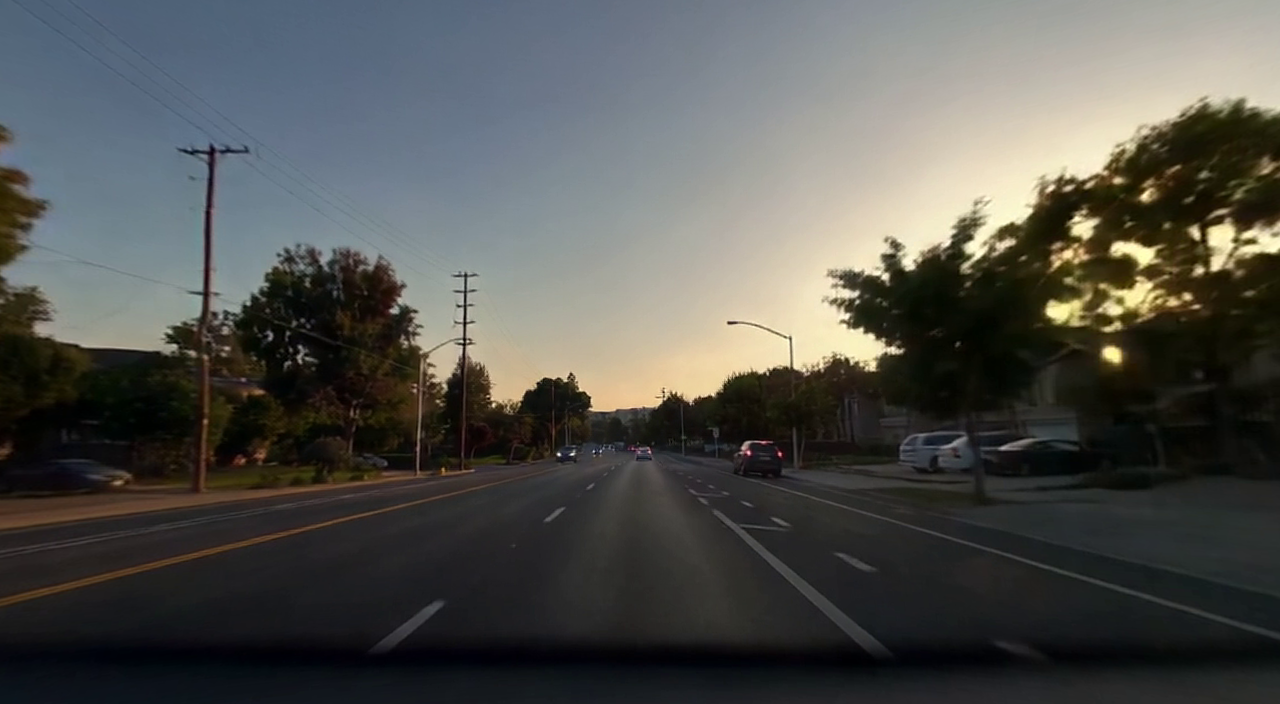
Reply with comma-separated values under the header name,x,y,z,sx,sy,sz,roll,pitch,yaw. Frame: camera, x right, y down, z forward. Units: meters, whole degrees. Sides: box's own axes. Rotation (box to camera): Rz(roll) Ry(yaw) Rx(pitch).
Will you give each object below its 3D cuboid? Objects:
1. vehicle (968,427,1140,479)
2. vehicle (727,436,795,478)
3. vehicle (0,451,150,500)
name,x,y,z,sx,sy,sz,roll,pitch,yaw
vehicle,13.960,3.416,21.378,4.399,1.663,1.970,0,-8,0
vehicle,5.595,4.926,29.692,2.114,1.799,4.960,0,-9,-1
vehicle,-19.061,3.998,20.487,4.500,1.482,1.916,0,-9,2
